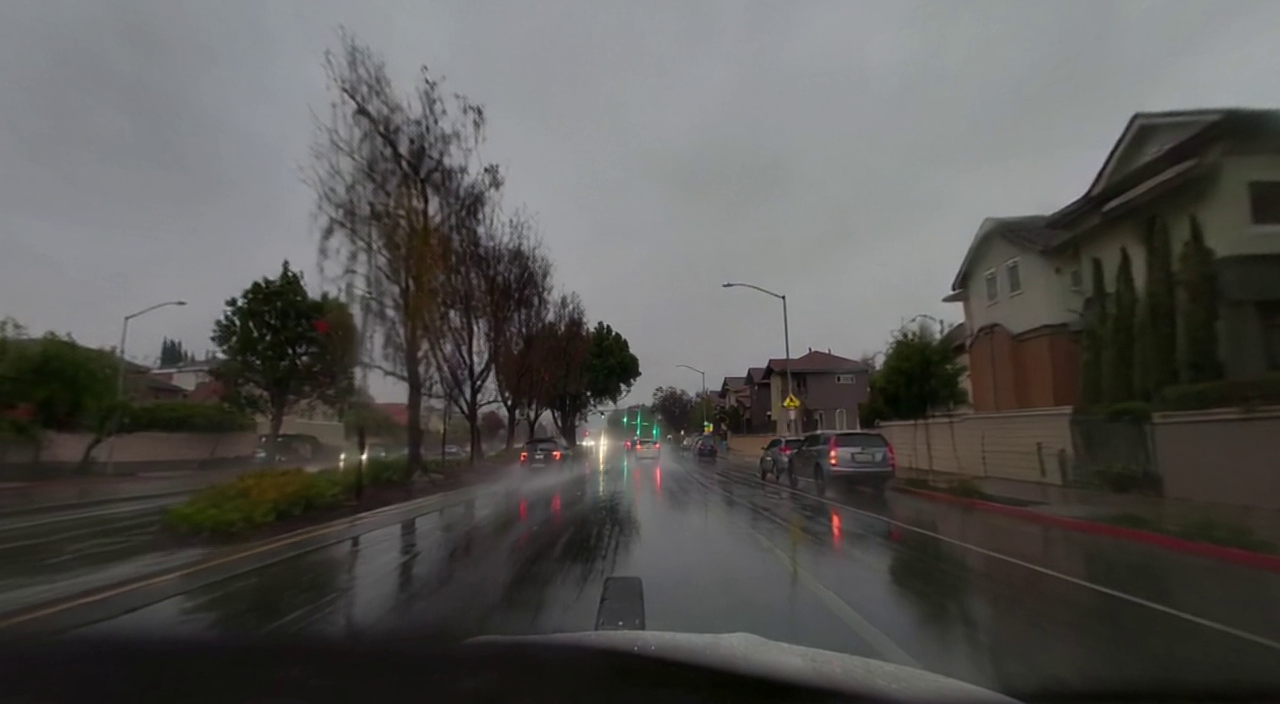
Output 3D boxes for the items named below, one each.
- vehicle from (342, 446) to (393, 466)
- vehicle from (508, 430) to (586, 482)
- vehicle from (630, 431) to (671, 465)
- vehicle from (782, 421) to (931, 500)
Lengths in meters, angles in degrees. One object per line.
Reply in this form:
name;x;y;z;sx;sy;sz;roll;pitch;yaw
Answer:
vehicle;-19.669;7.493;45.739;1.739;1.397;4.268;0;-8;1
vehicle;-3.443;3.958;24.315;2.233;1.775;4.491;0;-8;1
vehicle;0.599;5.674;37.310;2.273;1.851;5.075;0;-8;0
vehicle;5.806;3.019;17.965;2.217;1.874;5.660;0;-8;0
